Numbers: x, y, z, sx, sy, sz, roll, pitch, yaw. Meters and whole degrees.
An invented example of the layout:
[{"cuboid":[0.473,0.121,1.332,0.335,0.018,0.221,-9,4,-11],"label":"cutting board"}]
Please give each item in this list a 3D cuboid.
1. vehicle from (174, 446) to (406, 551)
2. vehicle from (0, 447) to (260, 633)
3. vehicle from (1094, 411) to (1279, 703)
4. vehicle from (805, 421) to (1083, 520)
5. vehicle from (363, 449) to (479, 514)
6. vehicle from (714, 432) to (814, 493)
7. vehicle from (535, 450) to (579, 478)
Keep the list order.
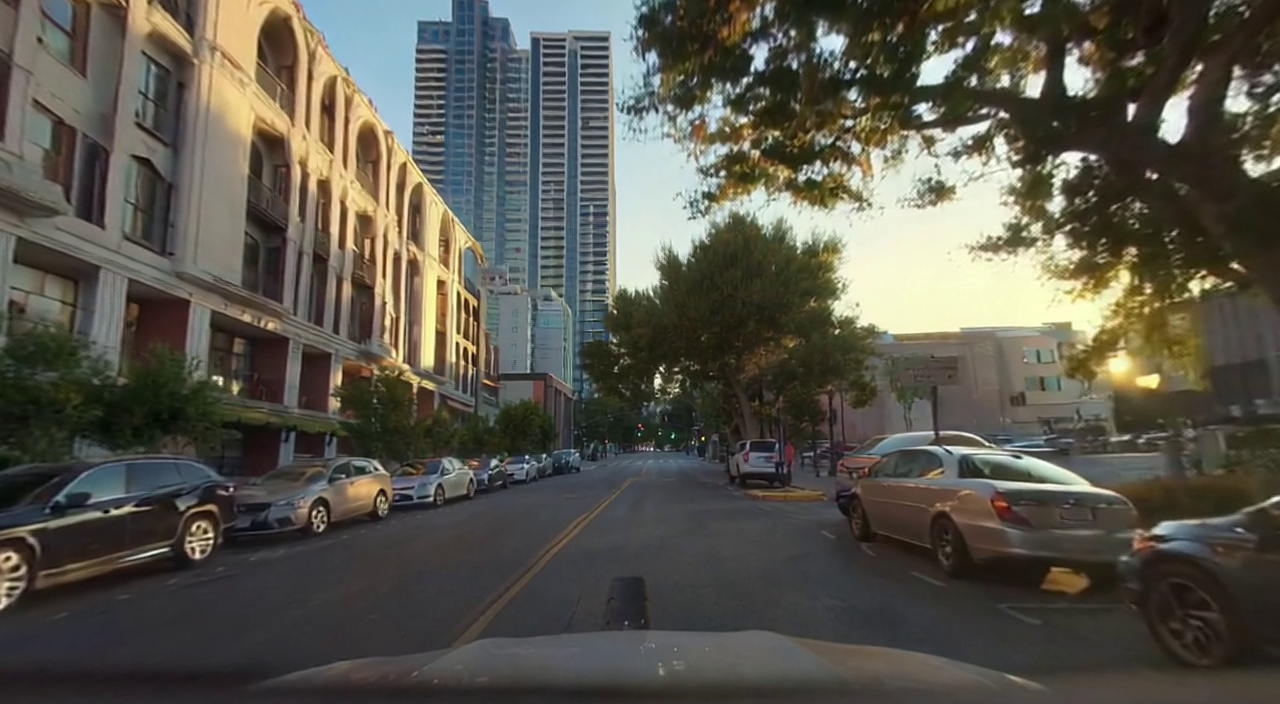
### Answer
[{"cuboid":[-6.722,2.799,12.895,2.123,1.596,4.659,-2,-8,-1],"label":"vehicle"},{"cuboid":[-7.017,1.990,7.238,2.244,1.616,5.013,-2,-8,-1],"label":"vehicle"},{"cuboid":[4.497,0.918,2.160,2.331,1.533,4.831,-1,-8,1],"label":"vehicle"},{"cuboid":[6.314,2.514,13.723,4.772,1.876,2.400,-1,-8,1],"label":"vehicle"},{"cuboid":[-6.497,3.840,19.322,1.944,1.574,4.717,-2,-8,-1],"label":"vehicle"},{"cuboid":[4.584,4.173,24.507,2.568,2.001,5.999,-2,-8,-1],"label":"vehicle"},{"cuboid":[-5.363,7.287,41.415,2.270,1.539,4.855,-2,-8,-1],"label":"vehicle"}]
